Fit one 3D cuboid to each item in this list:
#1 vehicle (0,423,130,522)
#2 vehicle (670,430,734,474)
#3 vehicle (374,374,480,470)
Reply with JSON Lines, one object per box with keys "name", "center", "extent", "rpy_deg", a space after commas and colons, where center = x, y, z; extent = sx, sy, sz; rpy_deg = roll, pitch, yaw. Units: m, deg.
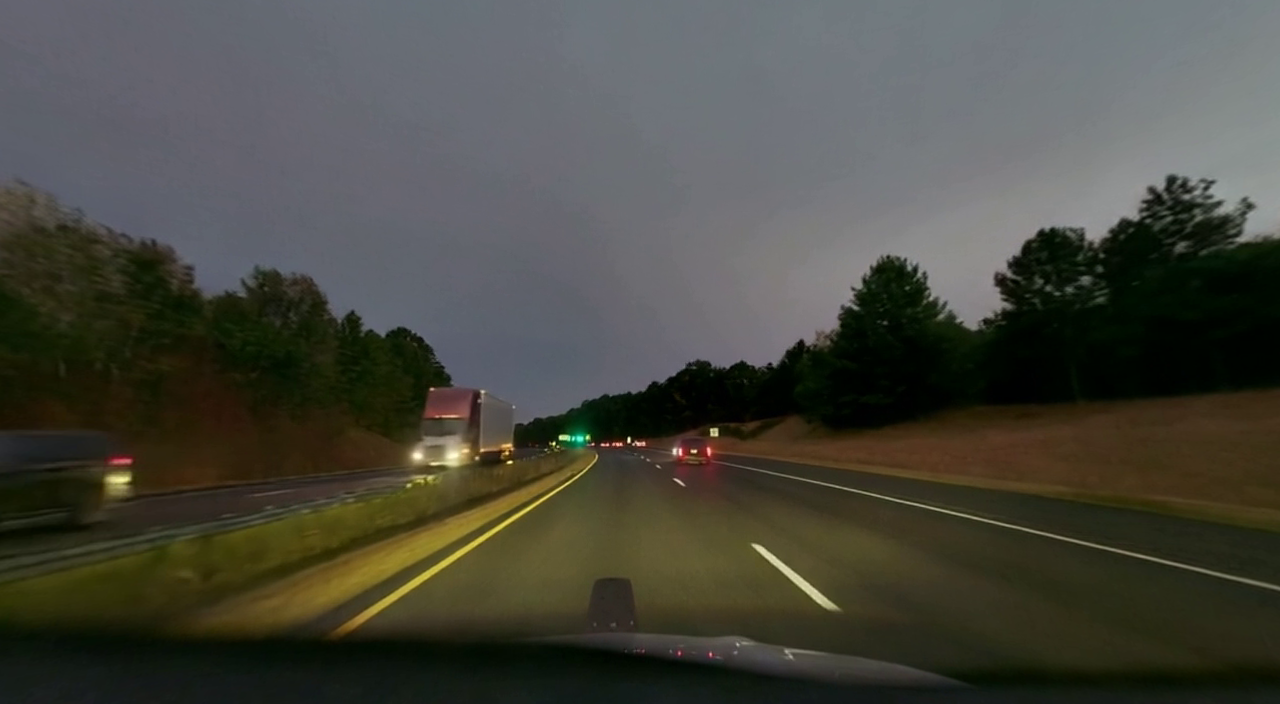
{"name": "vehicle", "center": [-11.663, 2.199, 11.768], "extent": [1.738, 1.644, 2.951], "rpy_deg": [0, -8, -2]}
{"name": "vehicle", "center": [2.515, 4.162, 26.396], "extent": [2.043, 1.673, 4.016], "rpy_deg": [0, -8, -3]}
{"name": "vehicle", "center": [-9.406, 3.236, 28.545], "extent": [3.005, 3.886, 5.711], "rpy_deg": [0, -8, -3]}
